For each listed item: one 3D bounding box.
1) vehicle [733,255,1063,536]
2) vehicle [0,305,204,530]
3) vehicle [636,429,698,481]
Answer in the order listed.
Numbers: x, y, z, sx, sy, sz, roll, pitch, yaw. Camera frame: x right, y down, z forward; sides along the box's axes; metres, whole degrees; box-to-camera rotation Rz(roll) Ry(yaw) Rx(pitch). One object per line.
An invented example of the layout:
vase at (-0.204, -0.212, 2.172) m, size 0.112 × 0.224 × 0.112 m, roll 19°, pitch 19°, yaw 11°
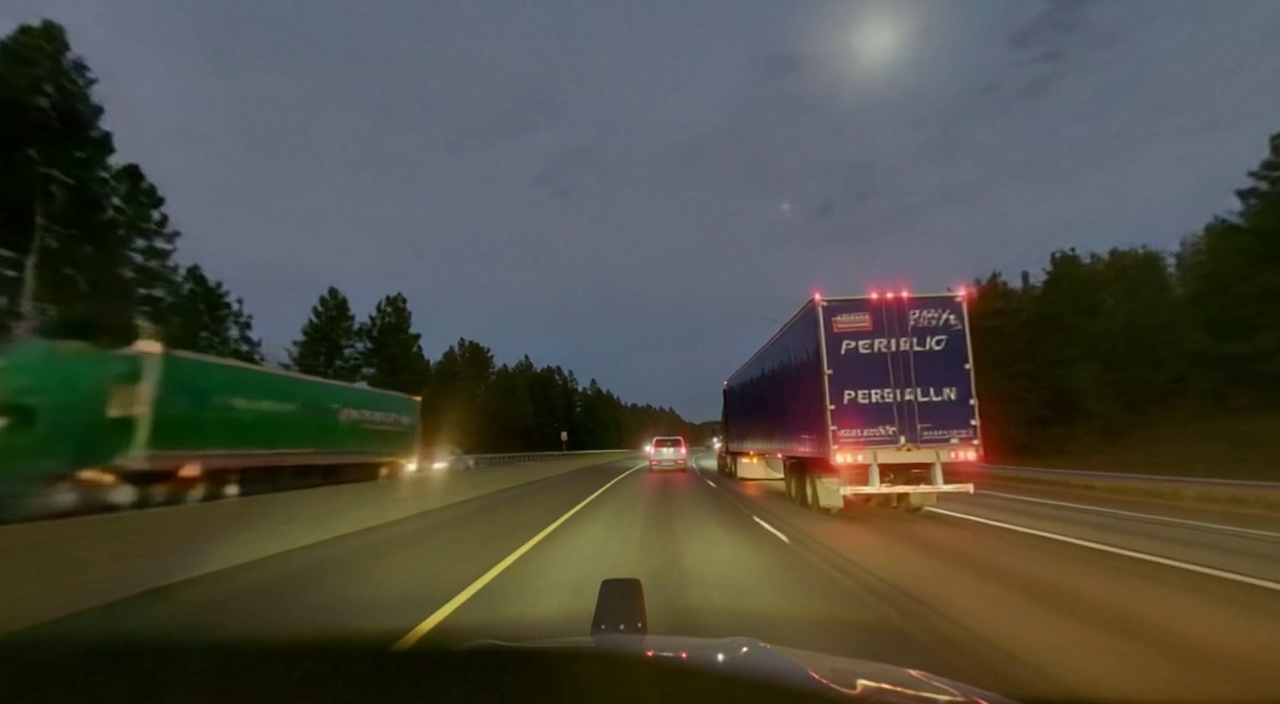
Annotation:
vehicle at (4.979, 1.816, 17.636) m, size 2.899 × 4.160 × 16.621 m, roll -1°, pitch -9°, yaw 2°
vehicle at (-12.975, 1.281, 11.992) m, size 3.038 × 3.995 × 8.330 m, roll -1°, pitch -8°, yaw 2°
vehicle at (1.073, 4.051, 25.074) m, size 2.222 × 1.848 × 4.610 m, roll -1°, pitch -8°, yaw 3°
